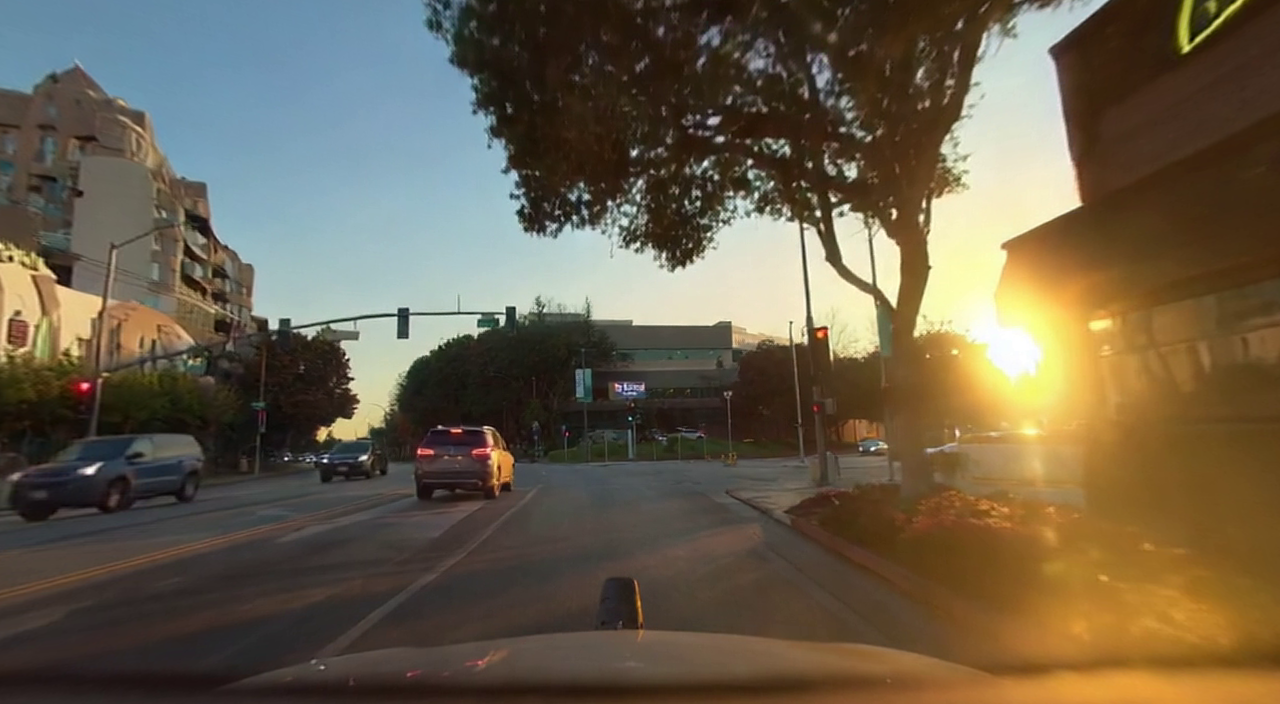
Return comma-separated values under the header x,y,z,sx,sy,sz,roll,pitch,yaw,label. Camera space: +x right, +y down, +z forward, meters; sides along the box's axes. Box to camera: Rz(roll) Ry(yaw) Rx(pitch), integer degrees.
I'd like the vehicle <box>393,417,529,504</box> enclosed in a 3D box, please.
x,y,z,sx,sy,sz,roll,pitch,yaw,label
-4.184,2.644,15.773,2.134,1.799,5.082,0,-9,-3,vehicle

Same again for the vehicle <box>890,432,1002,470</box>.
x,y,z,sx,sy,sz,roll,pitch,yaw,label
15.390,5.020,32.093,4.857,1.803,2.147,-3,-9,21,vehicle

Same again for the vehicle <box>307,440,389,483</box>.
x,y,z,sx,sy,sz,roll,pitch,yaw,label
-13.228,4.948,28.967,2.433,1.784,4.681,2,-9,-13,vehicle

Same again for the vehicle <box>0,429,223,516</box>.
x,y,z,sx,sy,sz,roll,pitch,yaw,label
-15.806,3.573,19.430,2.555,2.199,5.958,1,-9,-9,vehicle
